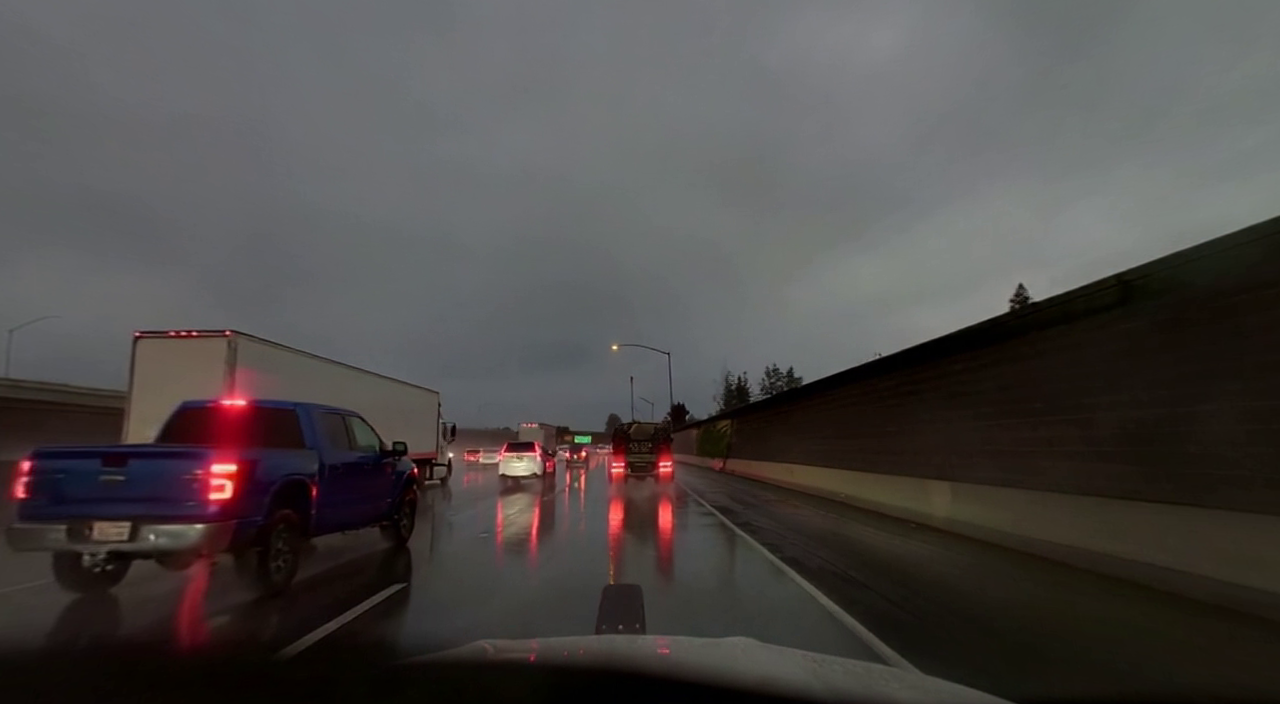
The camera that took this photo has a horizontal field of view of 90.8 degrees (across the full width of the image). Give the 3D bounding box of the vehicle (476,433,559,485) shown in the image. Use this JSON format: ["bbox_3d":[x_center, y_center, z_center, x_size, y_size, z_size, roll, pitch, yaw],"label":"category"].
[{"bbox_3d":[-4.744,4.224,25.312,2.329,1.859,4.823,0,-9,0],"label":"vehicle"}]

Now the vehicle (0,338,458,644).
[{"bbox_3d":[-4.160,1.306,6.973,2.575,1.958,5.730,0,-9,0],"label":"vehicle"}]

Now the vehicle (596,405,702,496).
[{"bbox_3d":[0.126,3.295,21.302,2.886,2.471,7.692,0,-9,-2],"label":"vehicle"}]
